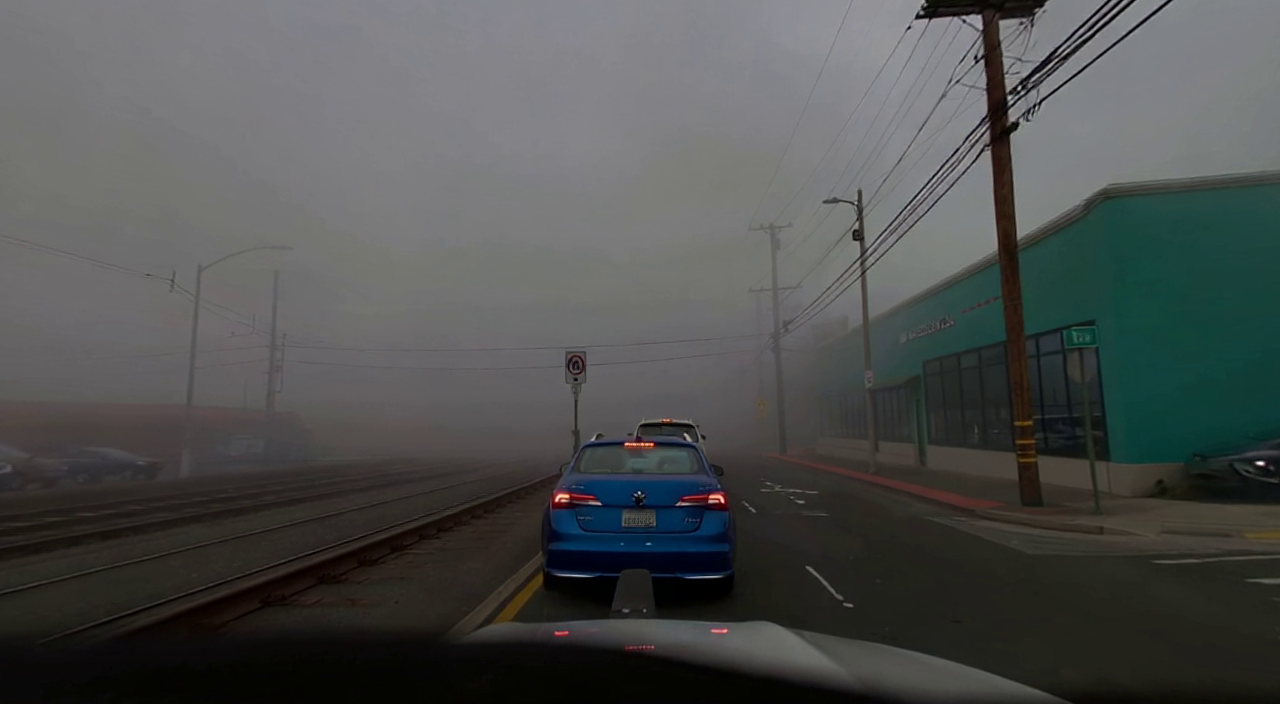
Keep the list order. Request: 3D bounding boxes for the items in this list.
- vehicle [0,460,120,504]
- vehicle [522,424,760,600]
[{"bbox_3d":[-21.937,4.675,22.841,4.566,1.453,1.935,-1,-9,5],"label":"vehicle"},{"bbox_3d":[0.094,1.710,7.619,2.090,1.518,4.033,-1,-9,3],"label":"vehicle"}]
